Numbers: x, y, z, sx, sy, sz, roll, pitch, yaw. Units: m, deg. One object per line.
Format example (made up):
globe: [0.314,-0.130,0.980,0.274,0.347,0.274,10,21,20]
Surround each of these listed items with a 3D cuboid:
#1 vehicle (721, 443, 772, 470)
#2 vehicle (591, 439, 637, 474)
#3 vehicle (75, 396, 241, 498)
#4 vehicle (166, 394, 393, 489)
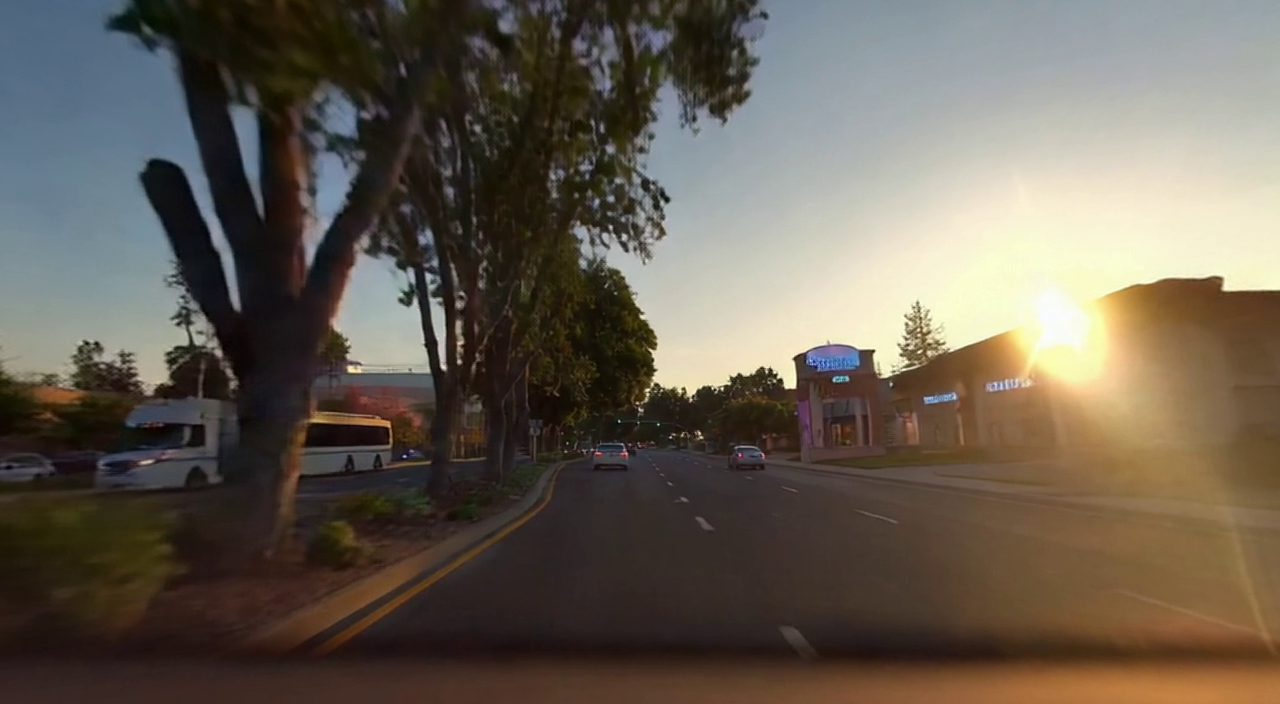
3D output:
vehicle: [6.299,6.224,37.909,2.075,1.475,4.571,0,-8,-3]
vehicle: [-1.319,5.062,30.744,2.072,1.545,4.578,0,-8,-4]
vehicle: [-19.493,3.856,25.951,2.986,3.786,4.453,0,-8,1]
vehicle: [-19.348,5.215,36.537,3.133,4.167,16.699,-1,-8,1]
